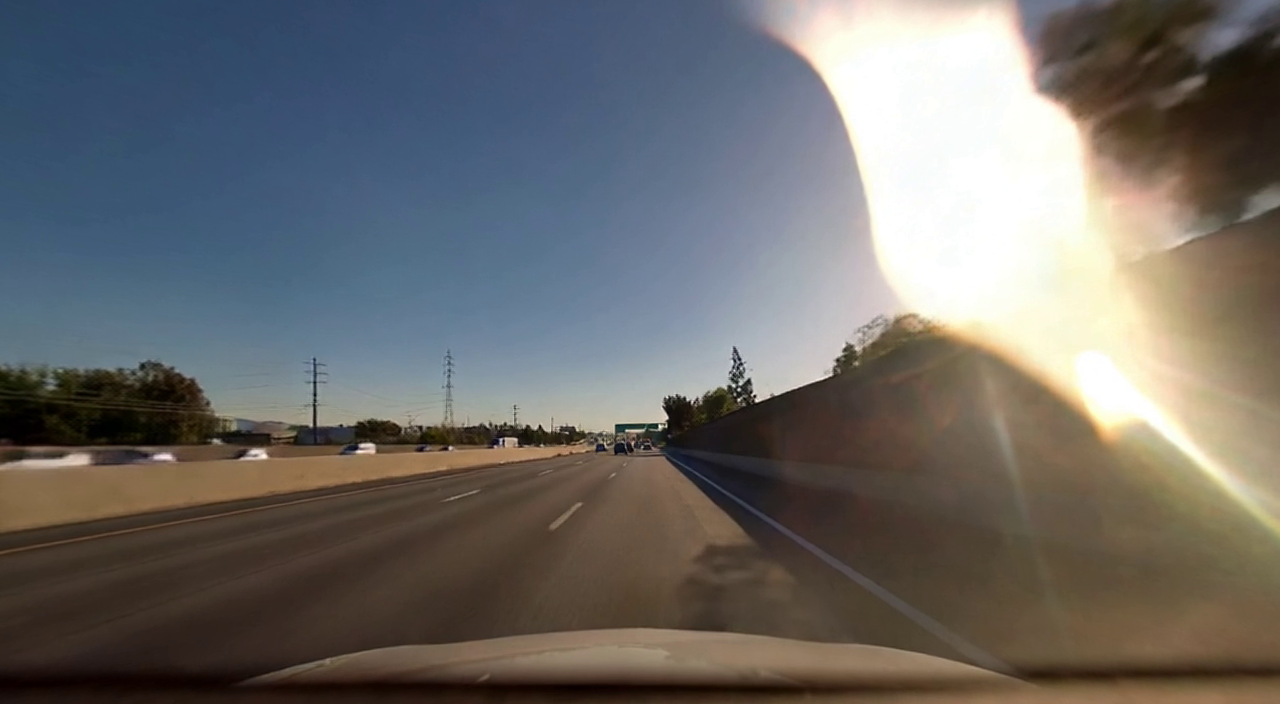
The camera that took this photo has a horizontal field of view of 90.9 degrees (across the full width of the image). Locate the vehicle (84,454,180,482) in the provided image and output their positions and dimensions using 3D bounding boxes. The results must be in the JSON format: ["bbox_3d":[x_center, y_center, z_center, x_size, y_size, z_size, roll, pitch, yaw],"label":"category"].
[{"bbox_3d":[-31.603,7.193,39.474,1.866,1.495,4.906,0,-8,1],"label":"vehicle"}]

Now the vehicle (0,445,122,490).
[{"bbox_3d":[-27.708,5.343,29.688,2.132,1.908,5.131,-1,-8,1],"label":"vehicle"}]
